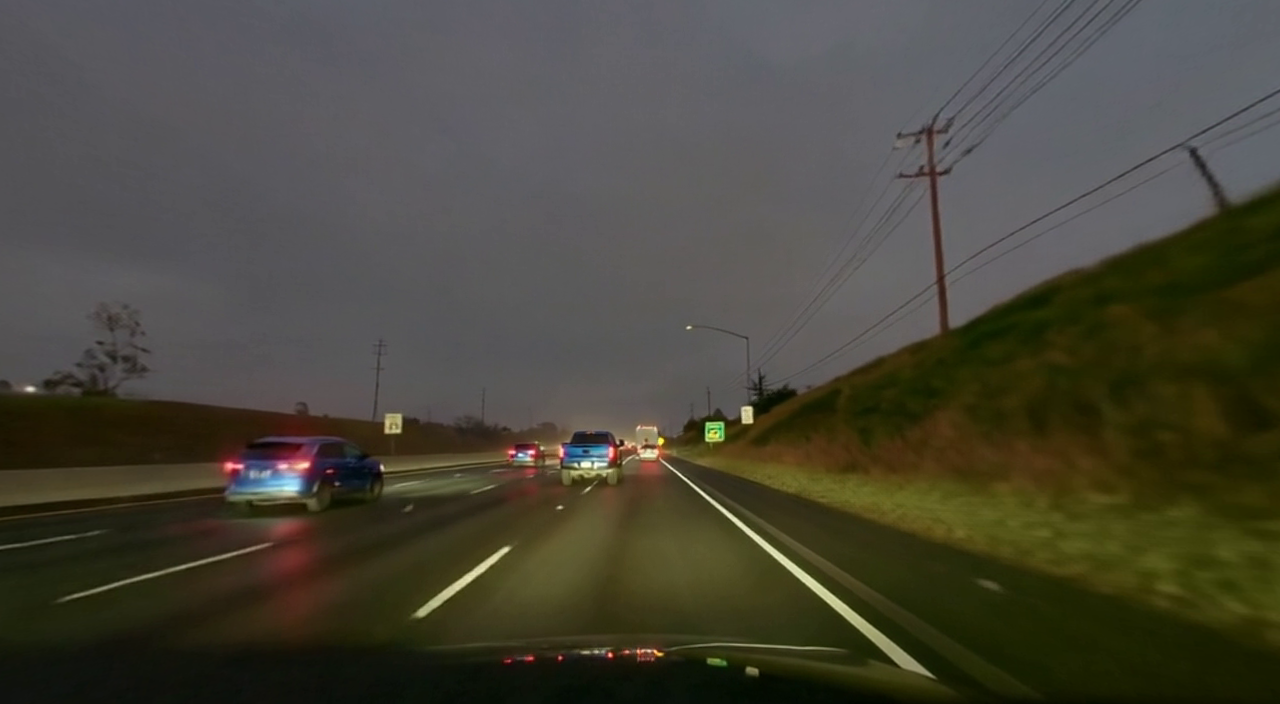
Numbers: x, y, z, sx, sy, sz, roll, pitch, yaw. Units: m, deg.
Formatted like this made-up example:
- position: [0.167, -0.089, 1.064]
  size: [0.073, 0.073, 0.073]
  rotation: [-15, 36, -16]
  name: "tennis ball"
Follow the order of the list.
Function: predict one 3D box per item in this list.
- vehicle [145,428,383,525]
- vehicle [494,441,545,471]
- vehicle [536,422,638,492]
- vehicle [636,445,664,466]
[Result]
- position: [-7.266, 2.426, 12.889]
  size: [2.055, 1.618, 4.457]
  rotation: [0, -8, 1]
  name: "vehicle"
- position: [-7.416, 6.437, 39.234]
  size: [2.143, 1.688, 4.776]
  rotation: [0, -8, 1]
  name: "vehicle"
- position: [-1.600, 3.584, 21.892]
  size: [2.972, 2.087, 6.126]
  rotation: [0, -8, 0]
  name: "vehicle"
- position: [0.705, 7.769, 47.282]
  size: [2.025, 1.485, 4.310]
  rotation: [0, -8, -1]
  name: "vehicle"
